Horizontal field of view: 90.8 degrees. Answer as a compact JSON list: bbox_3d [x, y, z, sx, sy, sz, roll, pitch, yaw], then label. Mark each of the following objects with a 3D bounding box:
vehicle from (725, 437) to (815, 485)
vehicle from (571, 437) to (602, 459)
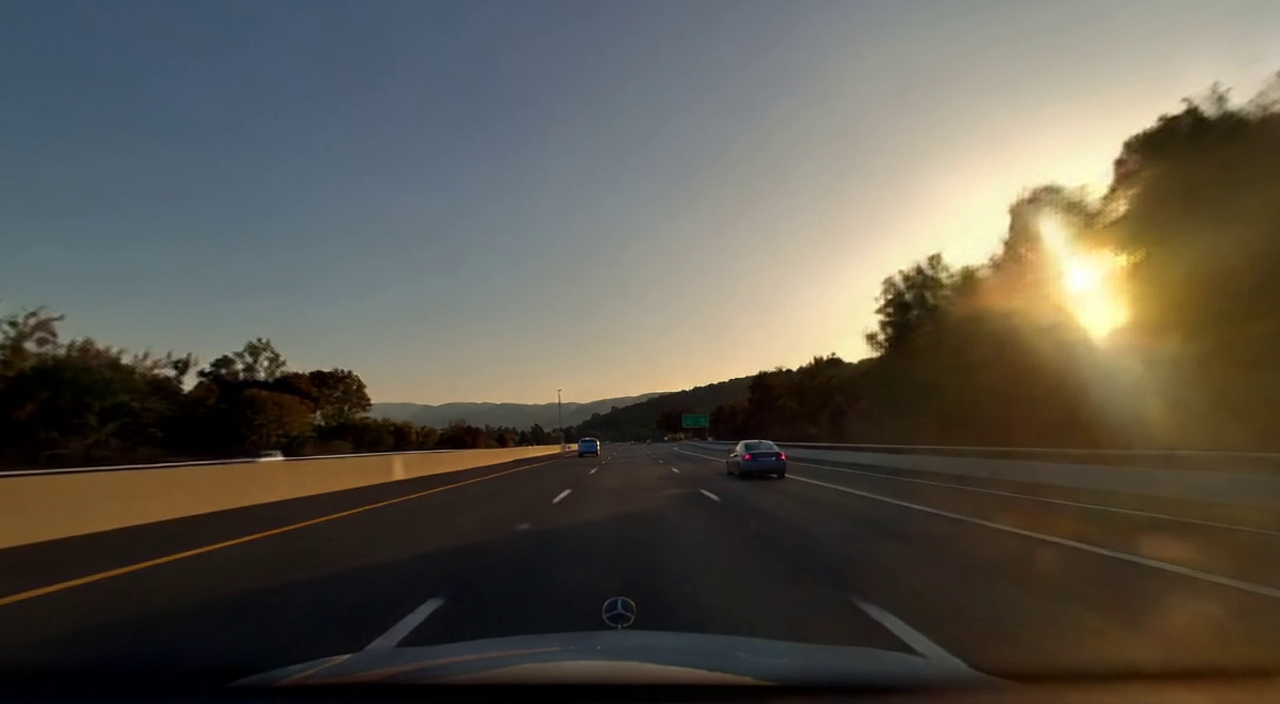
[{"bbox_3d":[4.380,3.745,22.083,2.060,1.485,4.274,0,-9,-2],"label":"vehicle"},{"bbox_3d":[-4.109,7.490,49.343,2.048,1.618,4.424,0,-8,0],"label":"vehicle"}]
